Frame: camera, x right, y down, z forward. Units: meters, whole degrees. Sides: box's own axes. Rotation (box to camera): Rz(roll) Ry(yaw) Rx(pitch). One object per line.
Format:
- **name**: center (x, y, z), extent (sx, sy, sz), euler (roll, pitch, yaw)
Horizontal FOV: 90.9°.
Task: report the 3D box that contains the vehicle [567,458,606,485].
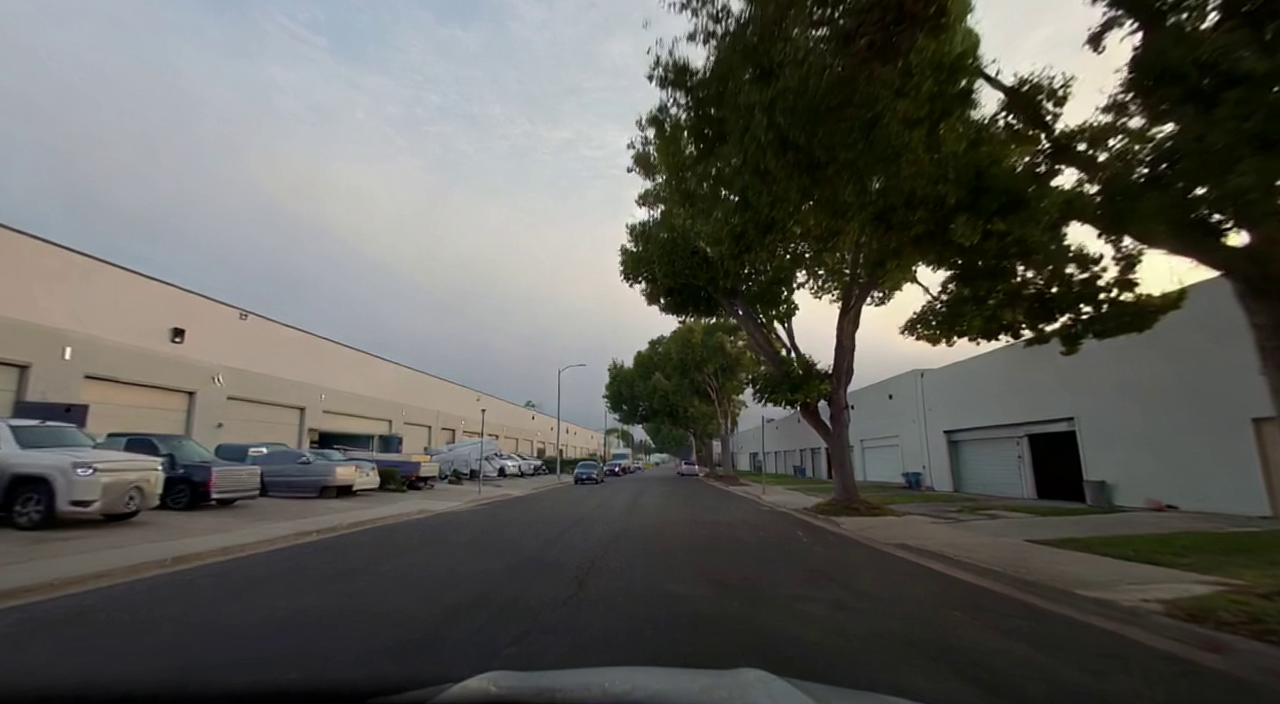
- **vehicle**: center (-3.429, 7.825, 41.373), extent (1.927, 1.580, 4.556), euler (-2, -9, 3)
